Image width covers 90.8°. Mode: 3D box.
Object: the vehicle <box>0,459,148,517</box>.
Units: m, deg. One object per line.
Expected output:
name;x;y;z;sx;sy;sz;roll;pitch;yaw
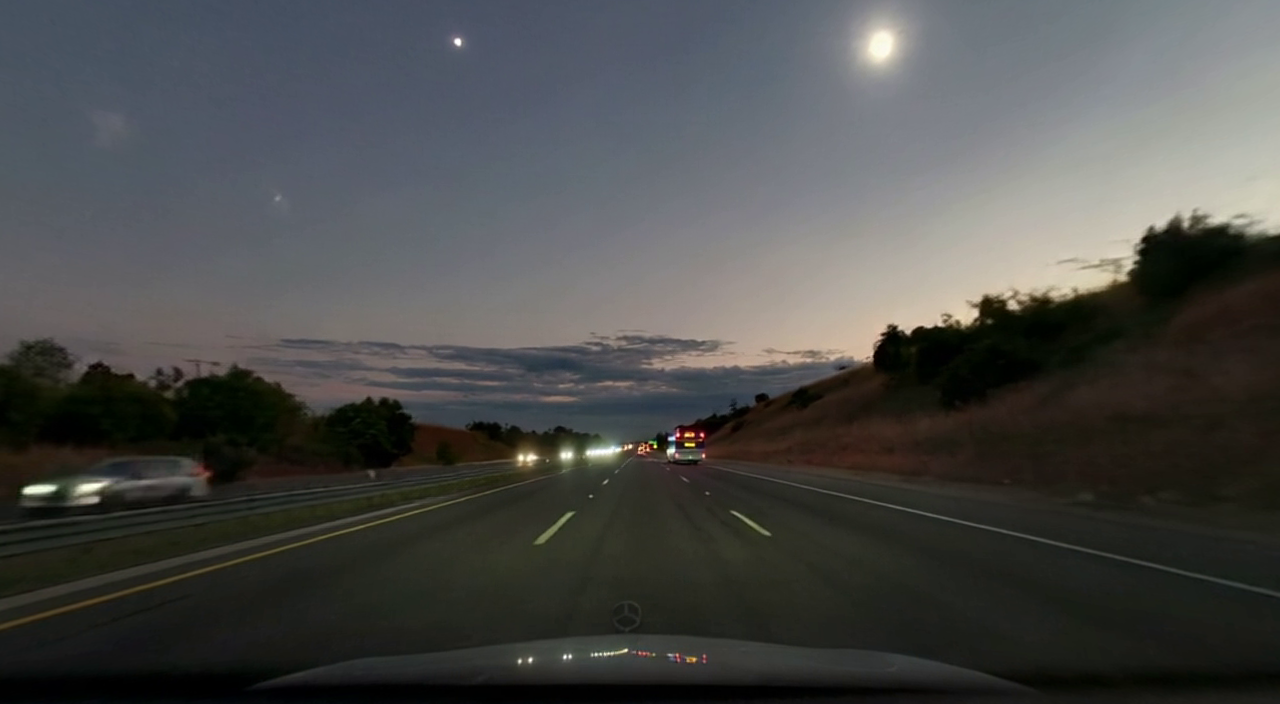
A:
vehicle;-16.285;3.756;17.868;1.734;1.406;3.636;0;-9;0
